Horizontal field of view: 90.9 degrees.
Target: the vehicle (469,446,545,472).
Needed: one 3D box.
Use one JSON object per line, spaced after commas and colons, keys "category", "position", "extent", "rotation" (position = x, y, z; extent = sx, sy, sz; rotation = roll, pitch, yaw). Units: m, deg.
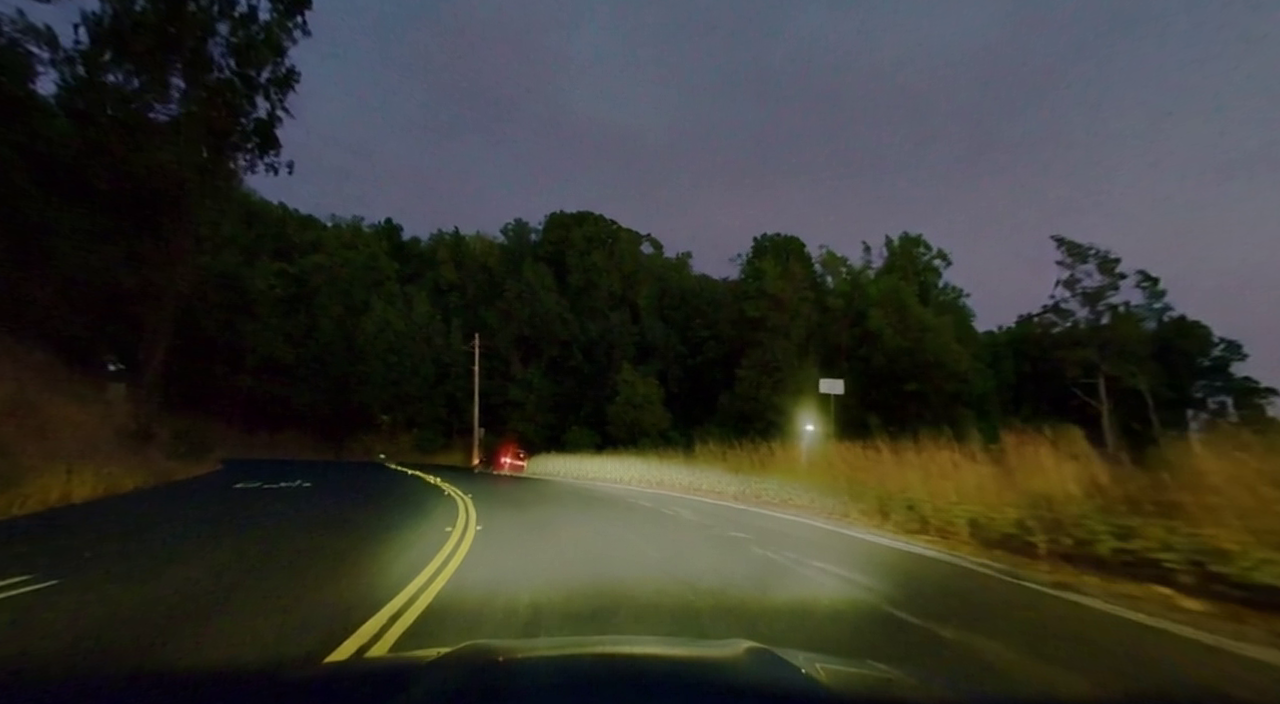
{"category": "vehicle", "position": [-9.060, 7.298, 43.211], "extent": [4.612, 1.612, 2.042], "rotation": [7, -11, -41]}
